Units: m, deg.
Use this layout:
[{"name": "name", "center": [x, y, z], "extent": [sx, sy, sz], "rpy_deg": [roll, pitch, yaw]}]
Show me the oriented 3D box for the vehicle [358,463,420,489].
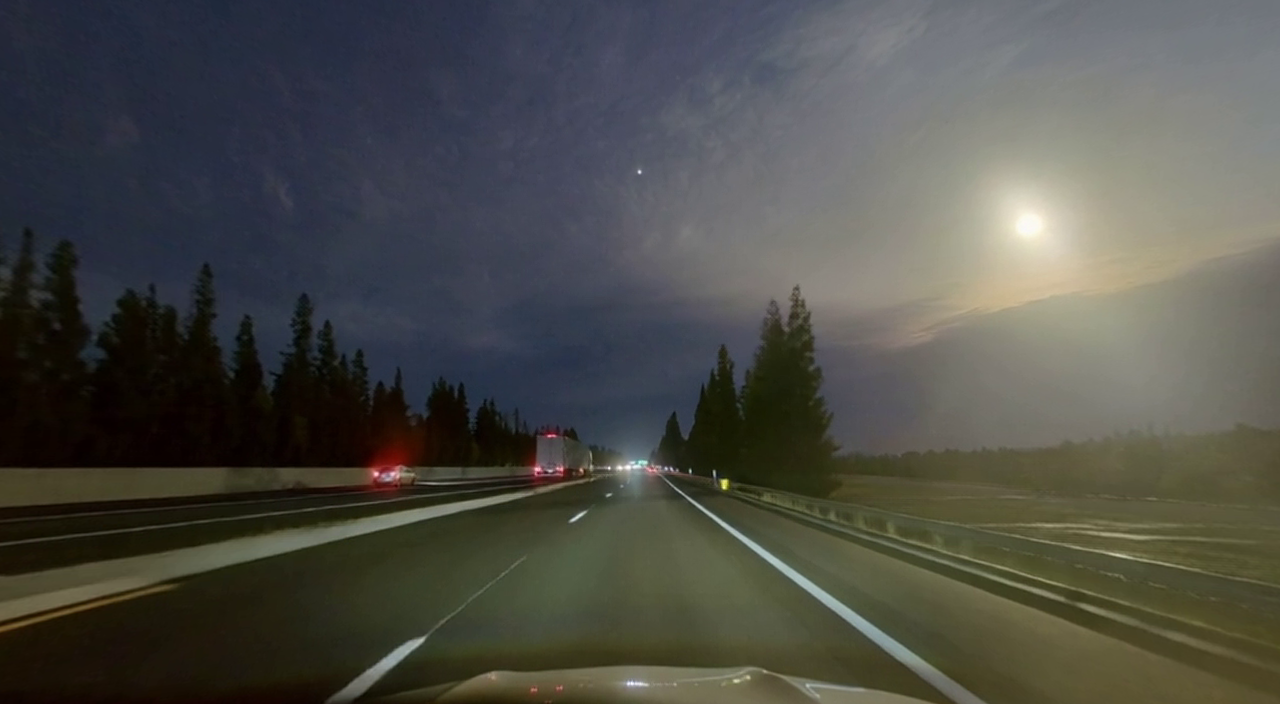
[{"name": "vehicle", "center": [-14.841, 7.350, 37.491], "extent": [1.745, 1.430, 4.252], "rpy_deg": [0, -10, 3]}]
